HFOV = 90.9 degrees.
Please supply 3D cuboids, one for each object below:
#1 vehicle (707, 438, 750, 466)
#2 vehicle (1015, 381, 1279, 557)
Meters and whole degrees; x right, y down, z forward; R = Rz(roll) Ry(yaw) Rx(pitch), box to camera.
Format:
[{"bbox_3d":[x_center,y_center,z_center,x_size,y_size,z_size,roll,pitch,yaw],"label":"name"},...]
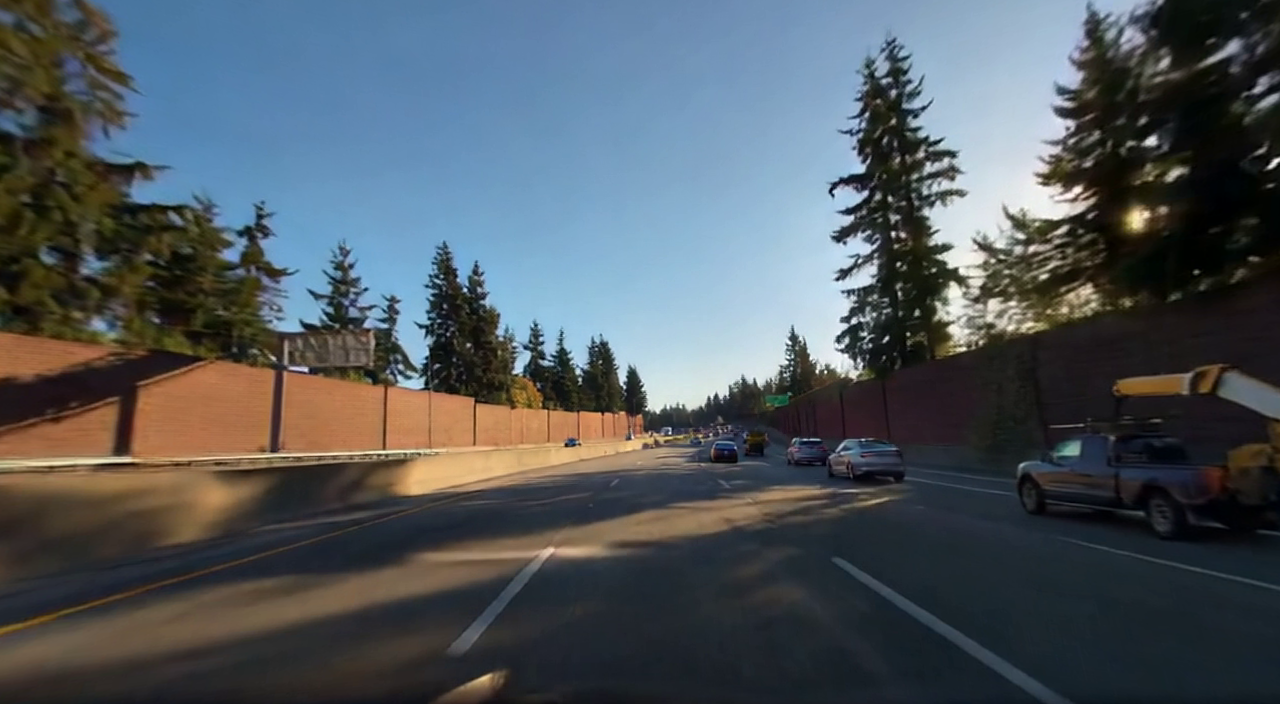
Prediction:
[{"bbox_3d":[4.905,5.621,35.593,1.926,1.477,4.080,-1,-8,2],"label":"vehicle"},{"bbox_3d":[8.140,1.576,8.980,2.188,1.924,5.511,0,-8,0],"label":"vehicle"}]
